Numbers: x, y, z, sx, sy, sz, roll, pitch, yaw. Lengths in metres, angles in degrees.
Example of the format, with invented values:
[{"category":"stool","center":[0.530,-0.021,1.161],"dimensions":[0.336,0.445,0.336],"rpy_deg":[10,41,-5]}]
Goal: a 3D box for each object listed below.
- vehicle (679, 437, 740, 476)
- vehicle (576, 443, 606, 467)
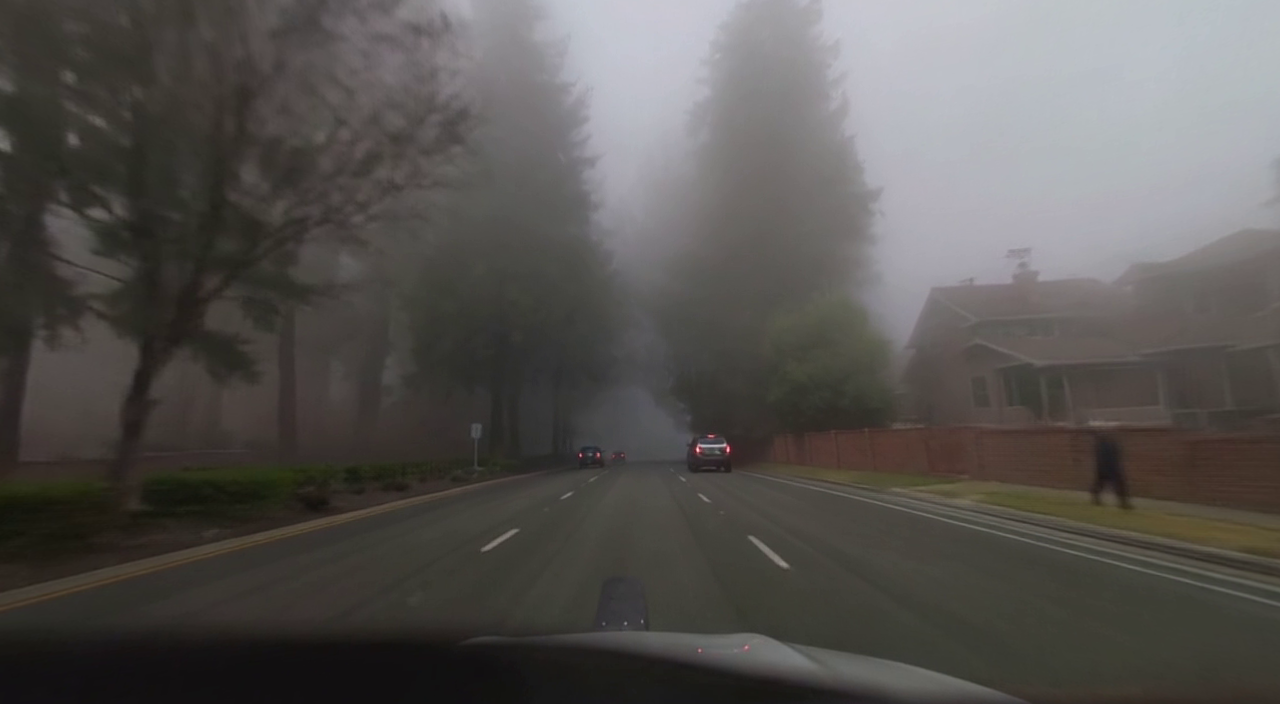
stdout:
[{"category":"vehicle","center":[3.260,5.039,30.610],"dimensions":[2.321,1.695,5.037],"rpy_deg":[0,-8,0]},{"category":"vehicle","center":[-3.734,7.967,49.136],"dimensions":[2.002,1.747,4.728],"rpy_deg":[0,-8,0]}]
